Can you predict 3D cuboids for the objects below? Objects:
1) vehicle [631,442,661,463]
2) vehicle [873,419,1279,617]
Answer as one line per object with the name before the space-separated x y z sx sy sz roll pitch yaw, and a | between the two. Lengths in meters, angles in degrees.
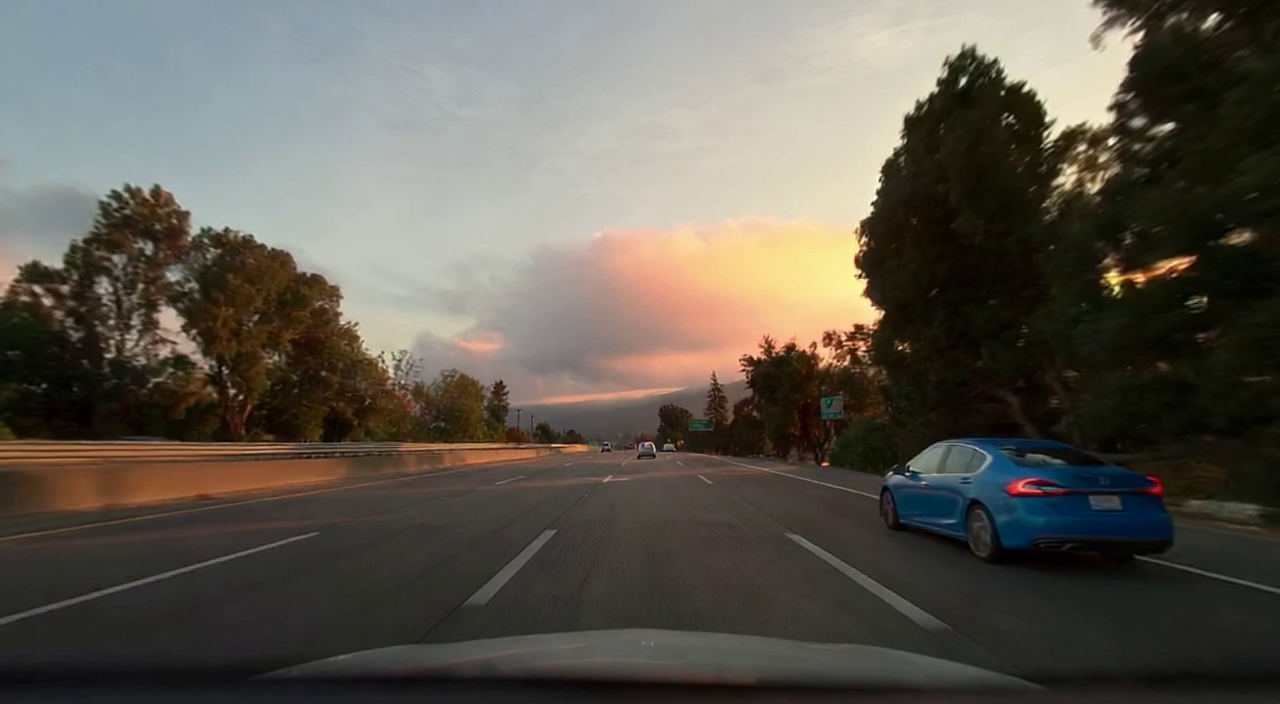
vehicle | 0.420 7.244 45.571 2.052 1.449 3.857 0 -8 0
vehicle | 4.599 1.635 7.253 2.008 1.524 4.598 0 -8 0
